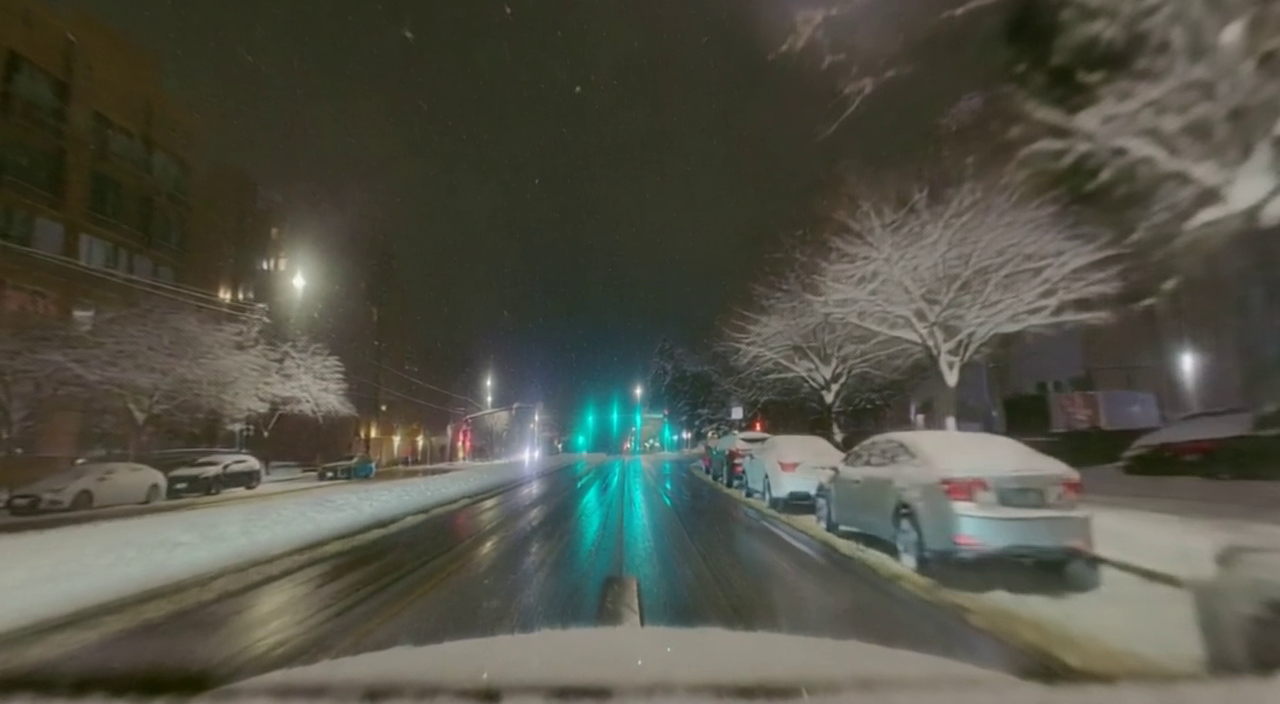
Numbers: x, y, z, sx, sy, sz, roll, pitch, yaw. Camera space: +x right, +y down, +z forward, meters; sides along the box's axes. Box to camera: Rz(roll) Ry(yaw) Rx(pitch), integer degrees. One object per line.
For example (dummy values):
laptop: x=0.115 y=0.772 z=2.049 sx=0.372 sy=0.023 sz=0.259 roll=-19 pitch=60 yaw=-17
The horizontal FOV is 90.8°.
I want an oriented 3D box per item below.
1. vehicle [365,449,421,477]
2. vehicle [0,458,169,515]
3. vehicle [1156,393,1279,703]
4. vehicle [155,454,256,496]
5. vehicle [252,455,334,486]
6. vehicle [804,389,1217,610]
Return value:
vehicle: x=-14.769 y=6.647 z=38.006 sx=1.812 sy=1.544 sz=3.832 roll=0 pitch=-8 yaw=-1
vehicle: x=-18.089 y=4.296 z=20.657 sx=1.958 sy=1.534 sz=4.428 roll=0 pitch=-8 yaw=-1
vehicle: x=3.386 y=0.647 z=0.577 sx=2.035 sy=1.483 sz=4.503 roll=0 pitch=-8 yaw=0
vehicle: x=-18.195 y=5.147 z=26.671 sx=1.760 sy=1.566 sz=3.664 roll=0 pitch=-8 yaw=-3
vehicle: x=-18.405 y=6.290 z=33.783 sx=1.900 sy=1.427 sz=4.398 roll=0 pitch=-8 yaw=0
vehicle: x=3.508 y=1.485 z=7.314 sx=1.874 sy=1.707 sz=4.637 roll=0 pitch=-8 yaw=-1
